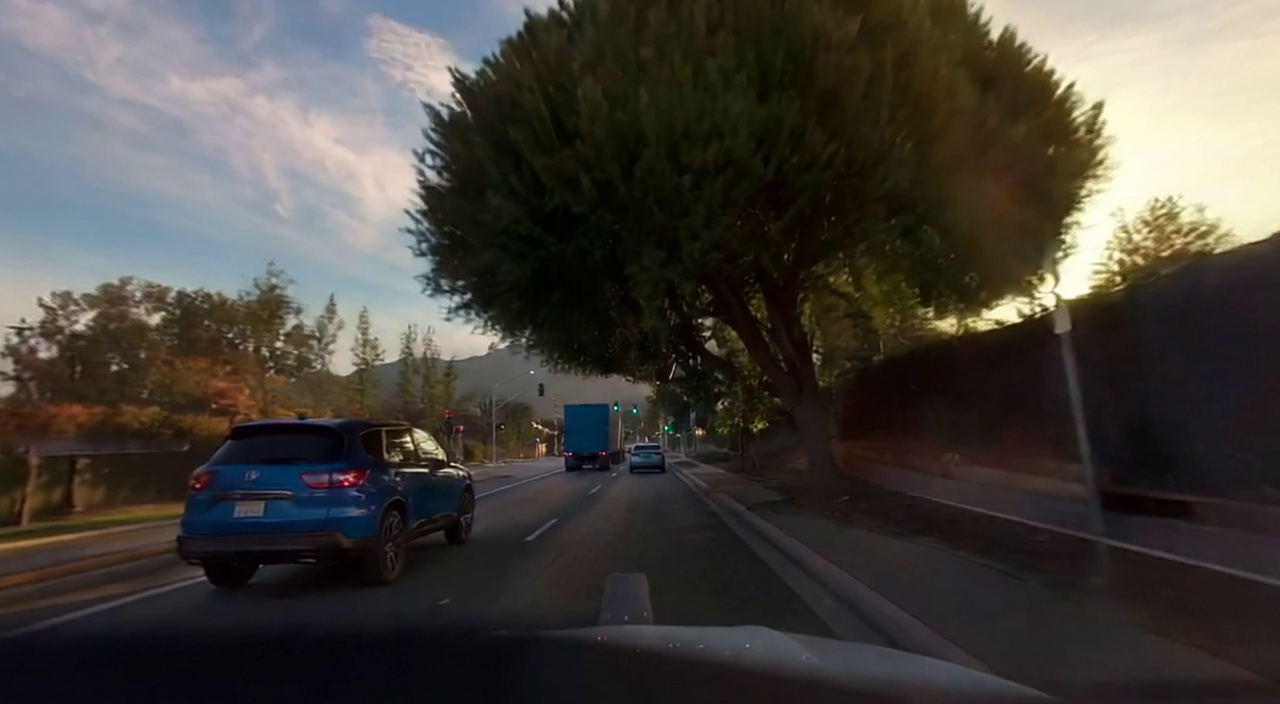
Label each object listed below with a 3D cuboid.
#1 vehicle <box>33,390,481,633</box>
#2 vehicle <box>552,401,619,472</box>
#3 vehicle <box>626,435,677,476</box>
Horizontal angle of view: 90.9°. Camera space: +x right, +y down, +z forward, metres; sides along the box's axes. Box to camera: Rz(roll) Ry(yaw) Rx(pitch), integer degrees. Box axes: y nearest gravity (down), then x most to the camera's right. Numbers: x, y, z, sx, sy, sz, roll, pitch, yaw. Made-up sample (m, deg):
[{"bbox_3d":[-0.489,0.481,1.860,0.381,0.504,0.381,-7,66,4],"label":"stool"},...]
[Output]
[{"bbox_3d":[-3.504,1.550,7.129,2.093,1.832,4.508,0,-9,2],"label":"vehicle"},{"bbox_3d":[-2.986,5.070,37.322,2.928,3.658,8.980,0,-8,2],"label":"vehicle"},{"bbox_3d":[0.513,4.794,29.389,2.174,1.749,4.113,0,-9,1],"label":"vehicle"}]
